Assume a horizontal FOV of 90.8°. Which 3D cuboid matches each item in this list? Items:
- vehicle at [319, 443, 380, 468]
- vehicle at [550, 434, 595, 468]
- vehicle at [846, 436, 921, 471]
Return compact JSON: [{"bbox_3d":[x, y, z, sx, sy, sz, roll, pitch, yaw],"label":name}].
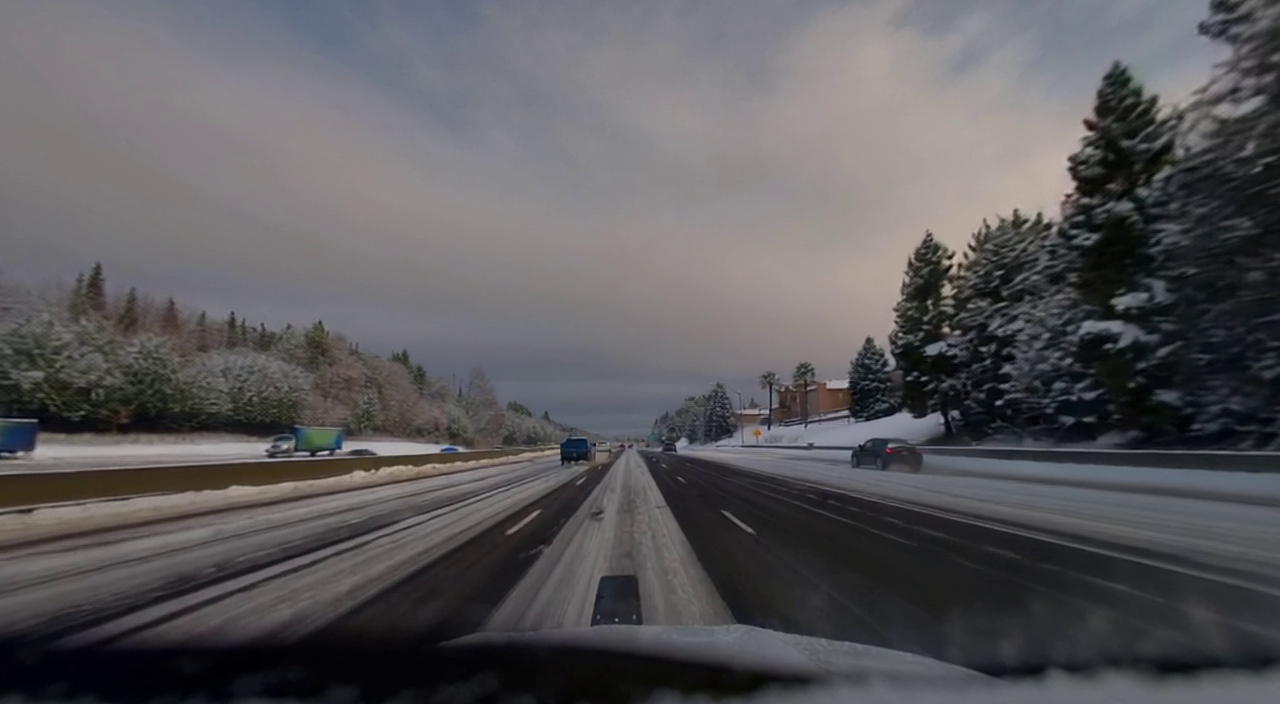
[{"bbox_3d":[-18.521,6.601,40.479,1.864,1.519,4.366,0,-9,0],"label":"vehicle"},{"bbox_3d":[-4.056,6.033,38.564,2.225,1.967,4.673,0,-9,0],"label":"vehicle"},{"bbox_3d":[13.547,5.694,35.501,2.168,1.792,4.457,0,-9,-4],"label":"vehicle"}]
